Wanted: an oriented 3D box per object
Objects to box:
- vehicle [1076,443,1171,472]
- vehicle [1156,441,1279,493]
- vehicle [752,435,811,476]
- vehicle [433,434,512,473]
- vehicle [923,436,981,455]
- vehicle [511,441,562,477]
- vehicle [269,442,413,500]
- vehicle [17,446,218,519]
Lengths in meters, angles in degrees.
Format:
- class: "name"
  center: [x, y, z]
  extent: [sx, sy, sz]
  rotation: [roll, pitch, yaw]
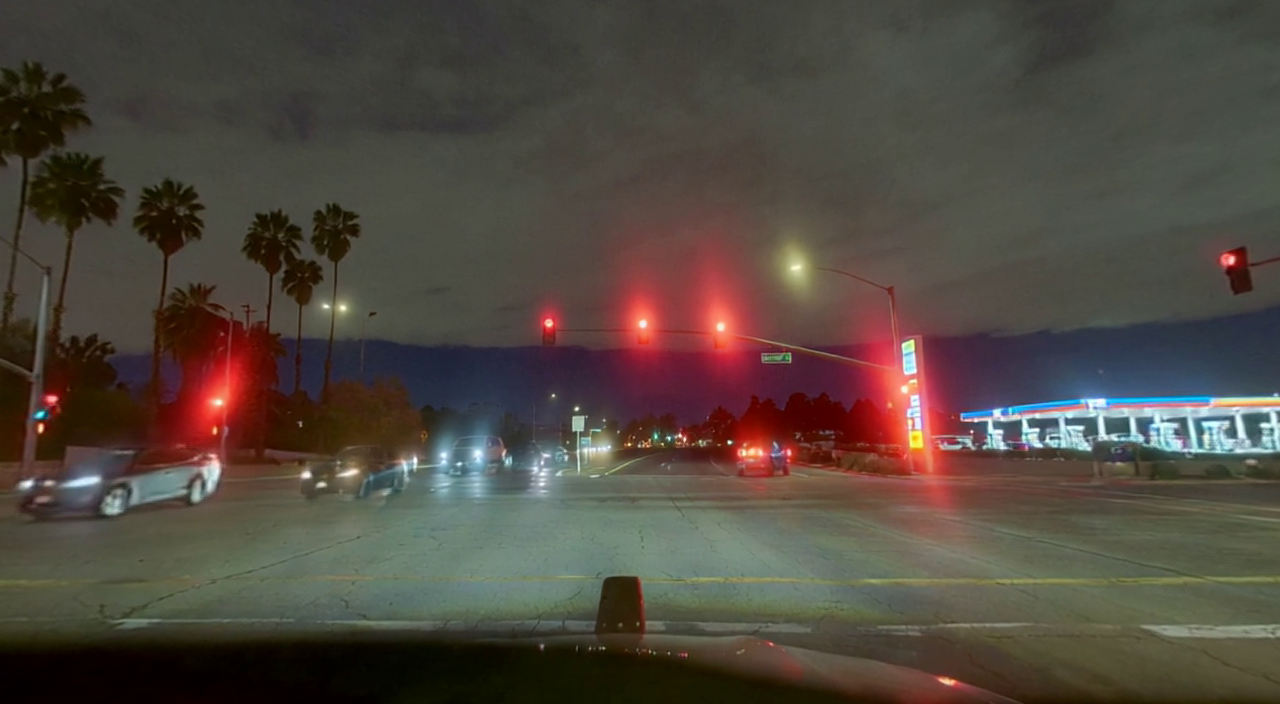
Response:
- class: "vehicle"
  center: [24.253, 5.299, 31.744]
  extent: [3.474, 1.376, 1.538]
  rotation: [0, -9, -2]
- class: "vehicle"
  center: [18.667, 3.403, 18.827]
  extent: [5.015, 1.446, 1.862]
  rotation: [0, -9, -3]
- class: "vehicle"
  center: [6.802, 4.885, 29.961]
  extent: [1.929, 1.719, 4.892]
  rotation: [-3, -9, 21]
- class: "vehicle"
  center: [-8.668, 5.337, 33.407]
  extent: [2.609, 1.865, 5.875]
  rotation: [0, -9, 0]
- class: "vehicle"
  center: [22.525, 6.765, 45.666]
  extent: [3.356, 1.395, 1.559]
  rotation: [0, -9, -1]
- class: "vehicle"
  center: [-4.642, 4.872, 28.954]
  extent: [2.079, 1.490, 5.064]
  rotation: [1, -9, -7]
- class: "vehicle"
  center: [-8.750, 3.515, 19.086]
  extent: [2.034, 1.510, 4.647]
  rotation: [0, -9, 1]
- class: "vehicle"
  center: [-11.871, 2.935, 14.706]
  extent: [1.633, 1.460, 3.540]
  rotation: [0, -9, -1]
